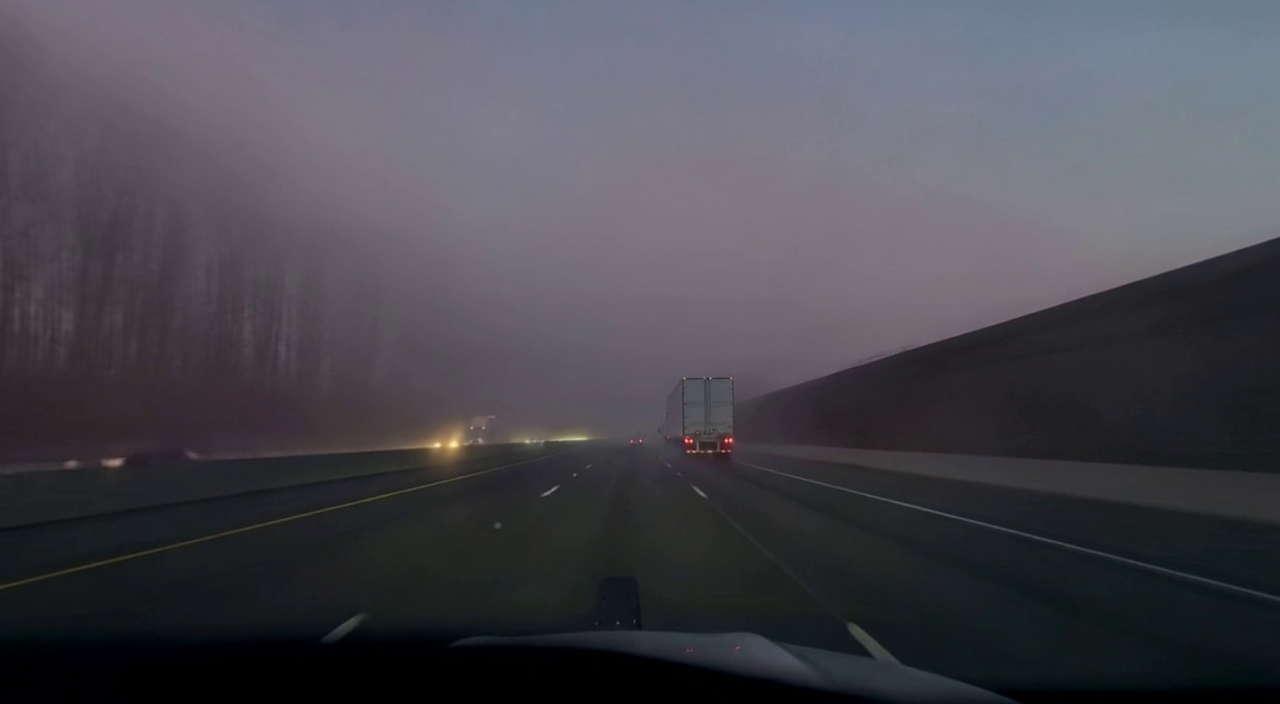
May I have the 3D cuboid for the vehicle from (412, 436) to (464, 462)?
[{"bbox_3d":[-12.251,5.900,38.392,1.847,1.490,4.234,0,-8,-1],"label":"vehicle"}]

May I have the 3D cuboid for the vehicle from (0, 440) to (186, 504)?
[{"bbox_3d":[-15.567,3.303,17.937,1.861,1.556,4.536,0,-8,0],"label":"vehicle"}]

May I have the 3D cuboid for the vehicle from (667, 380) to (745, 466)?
[{"bbox_3d":[3.573,4.465,38.687,2.979,4.161,15.508,0,-7,-1],"label":"vehicle"}]
